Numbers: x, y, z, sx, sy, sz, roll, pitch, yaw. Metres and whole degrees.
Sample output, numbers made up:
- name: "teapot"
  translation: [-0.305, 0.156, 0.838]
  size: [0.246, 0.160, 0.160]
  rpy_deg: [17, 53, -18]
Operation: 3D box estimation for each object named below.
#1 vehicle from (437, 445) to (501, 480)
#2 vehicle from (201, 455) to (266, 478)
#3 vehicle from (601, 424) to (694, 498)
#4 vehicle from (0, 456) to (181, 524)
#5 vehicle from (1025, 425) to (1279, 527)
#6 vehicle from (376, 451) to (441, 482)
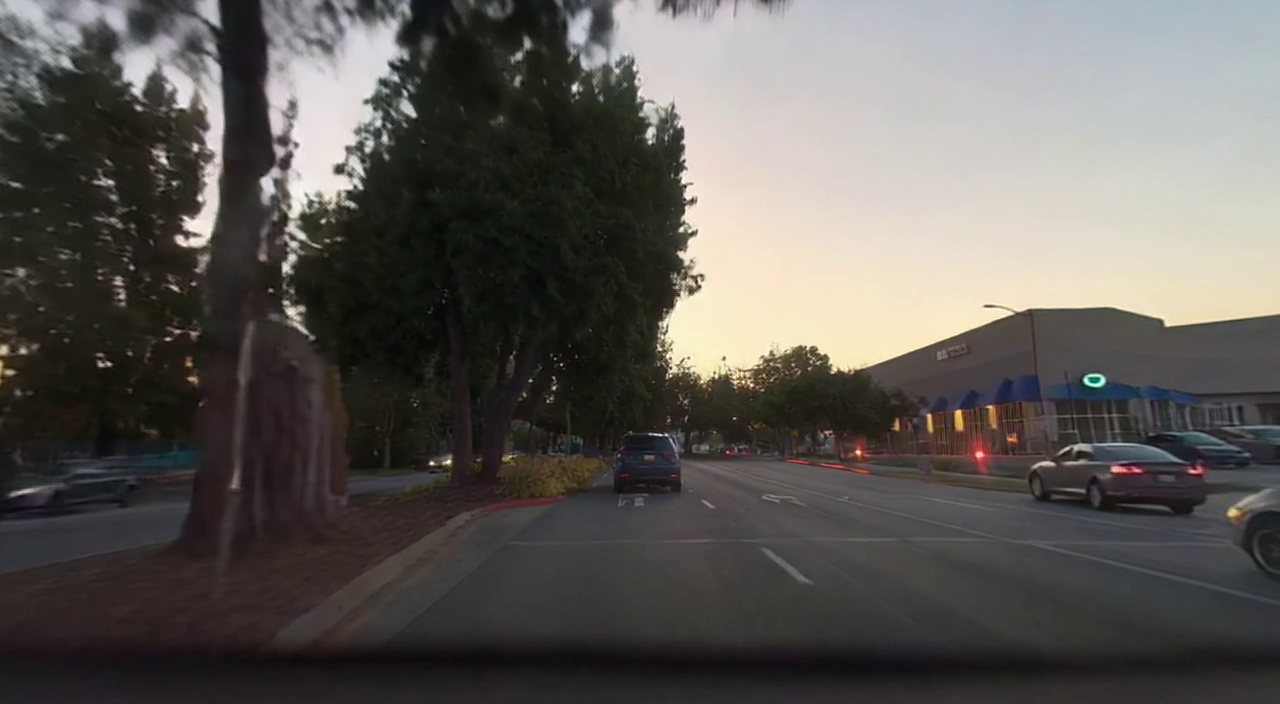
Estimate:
- name: "vehicle"
  translation: [-8.778, 5.680, 32.803]
  size: [2.120, 1.628, 4.331]
  rpy_deg: [0, -8, 0]
- name: "vehicle"
  translation: [-29.589, 8.331, 46.068]
  size: [3.520, 1.405, 1.750]
  rpy_deg: [-3, -10, -1]
- name: "vehicle"
  translation: [0.043, 3.172, 18.733]
  size: [2.300, 1.870, 4.936]
  rpy_deg: [0, -8, -4]
- name: "vehicle"
  translation: [-16.000, 3.828, 18.149]
  size: [1.952, 1.569, 4.886]
  rpy_deg: [0, -8, -1]
- name: "vehicle"
  translation: [9.457, 2.194, 11.774]
  size: [1.894, 1.517, 4.419]
  rpy_deg: [-1, -8, 2]
- name: "vehicle"
  translation: [-12.525, 6.194, 34.469]
  size: [1.866, 1.491, 4.495]
  rpy_deg: [0, -8, 0]
